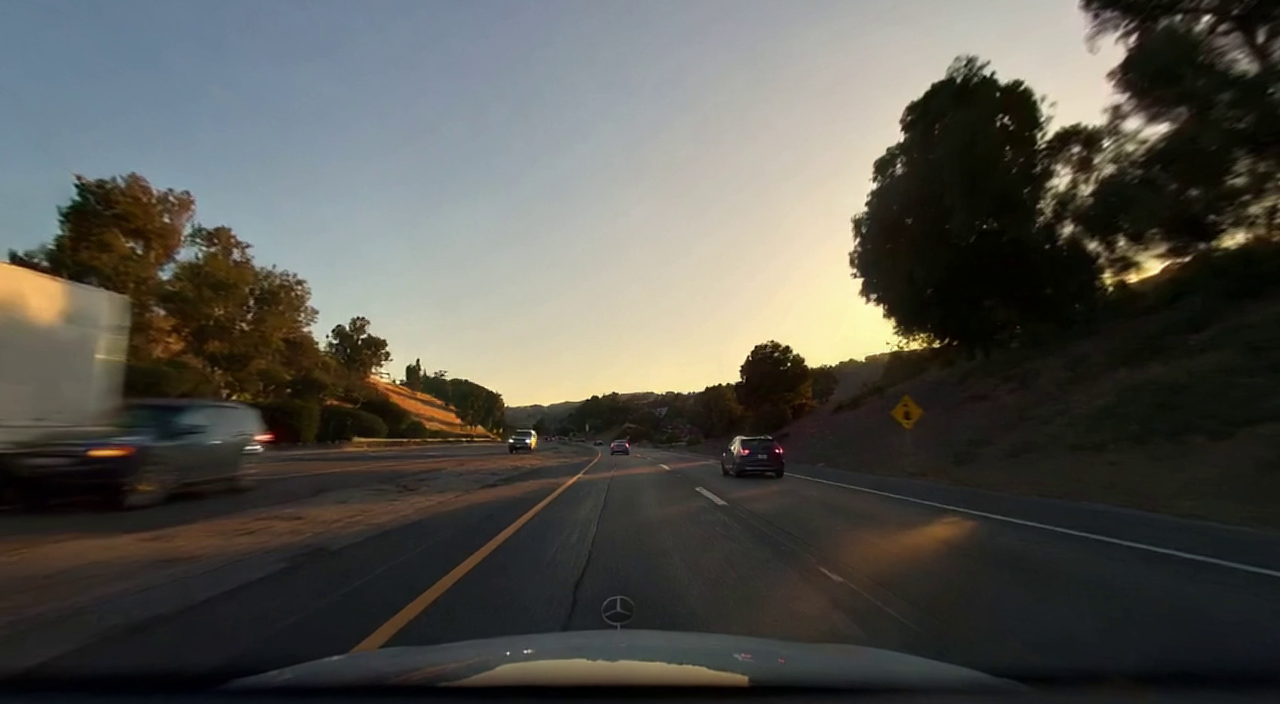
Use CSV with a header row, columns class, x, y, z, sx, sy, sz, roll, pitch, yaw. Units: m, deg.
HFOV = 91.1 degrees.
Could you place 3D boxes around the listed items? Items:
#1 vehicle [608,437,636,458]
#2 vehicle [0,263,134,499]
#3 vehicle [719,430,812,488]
class,x,y,z,sx,sy,sz,roll,pitch,yaw
vehicle,-1.410,7.232,47.759,1.998,1.512,3.735,1,-8,-3
vehicle,-8.498,0.177,5.975,2.663,2.628,5.536,0,-8,0
vehicle,3.561,3.098,18.511,1.852,1.513,3.652,0,-8,-2
